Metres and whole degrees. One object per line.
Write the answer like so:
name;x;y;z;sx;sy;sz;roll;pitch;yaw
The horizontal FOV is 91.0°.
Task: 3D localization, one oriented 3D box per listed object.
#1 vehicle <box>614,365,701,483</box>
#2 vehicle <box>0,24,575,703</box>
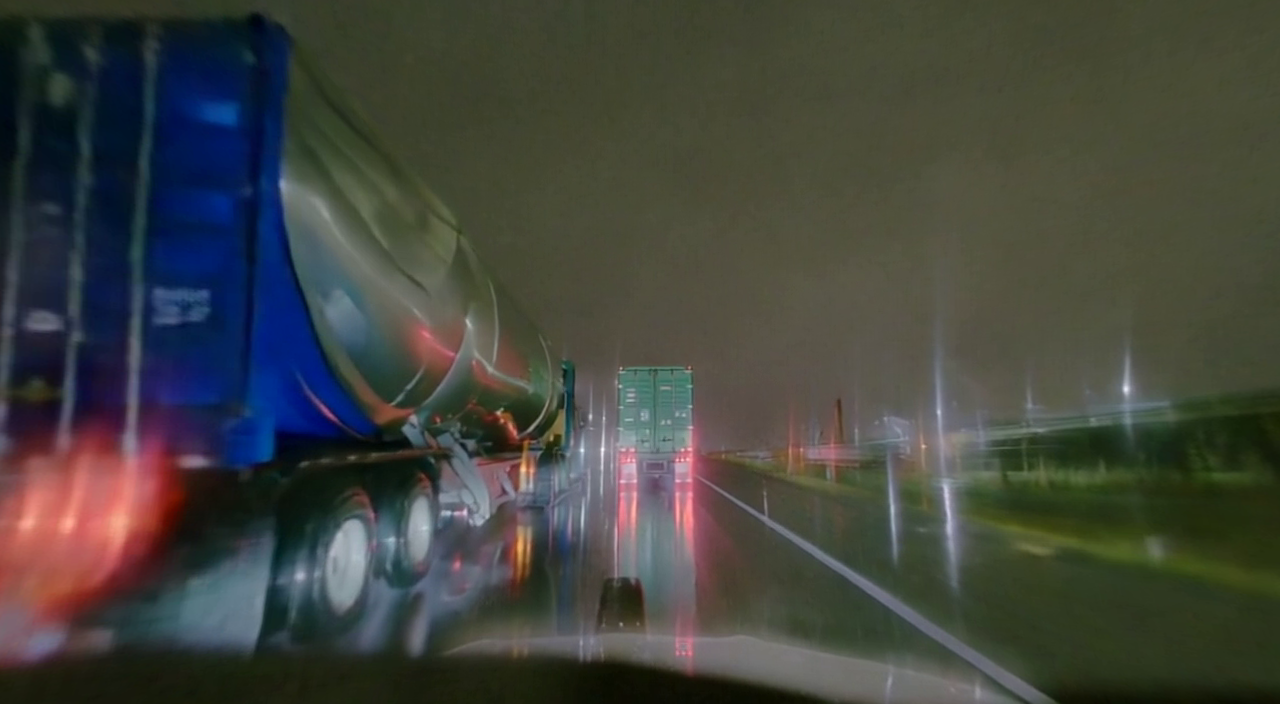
vehicle;0.664;3.291;27.171;2.942;4.003;11.297;0;-9;1
vehicle;-3.678;1.200;11.831;3.267;3.655;17.154;0;-9;-1
